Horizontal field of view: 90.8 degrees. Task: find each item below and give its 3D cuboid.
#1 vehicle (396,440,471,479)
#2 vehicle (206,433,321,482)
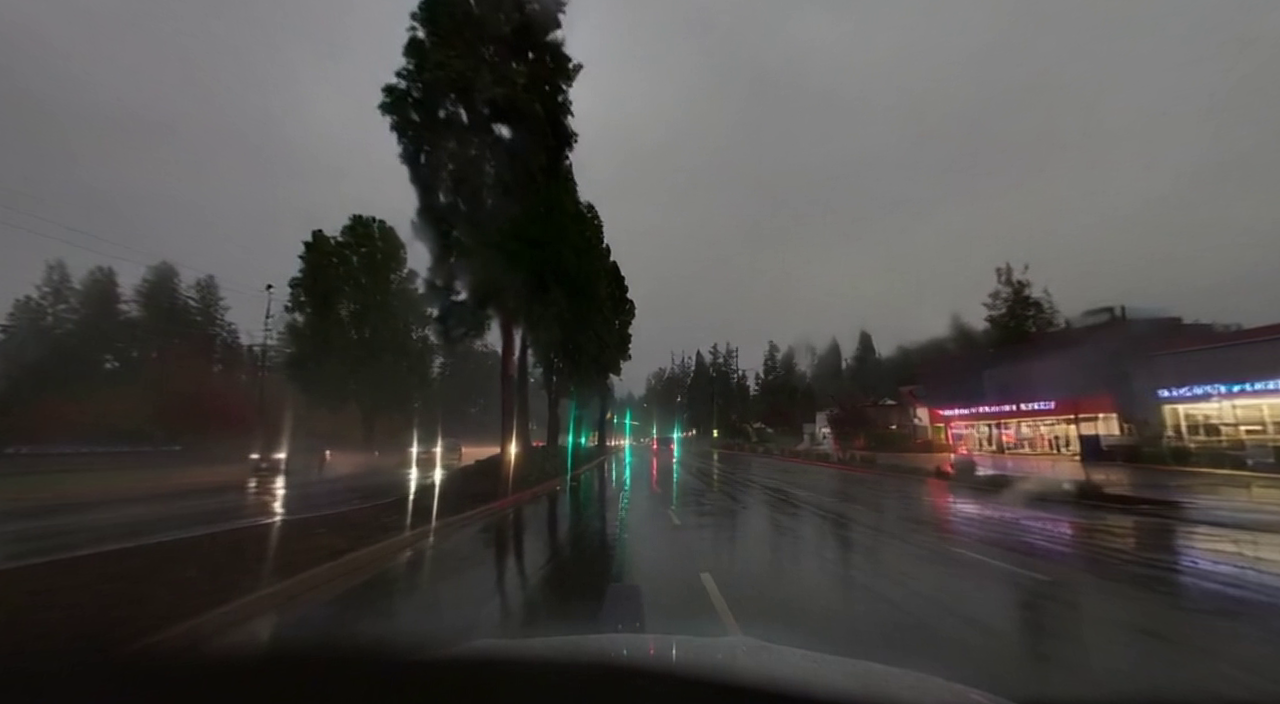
[{"bbox_3d":[-8.896,4.633,27.573,2.107,1.560,3.955,0,-8,-3],"label":"vehicle"},{"bbox_3d":[-15.161,4.263,25.763,1.924,1.767,4.397,0,-8,0],"label":"vehicle"}]
